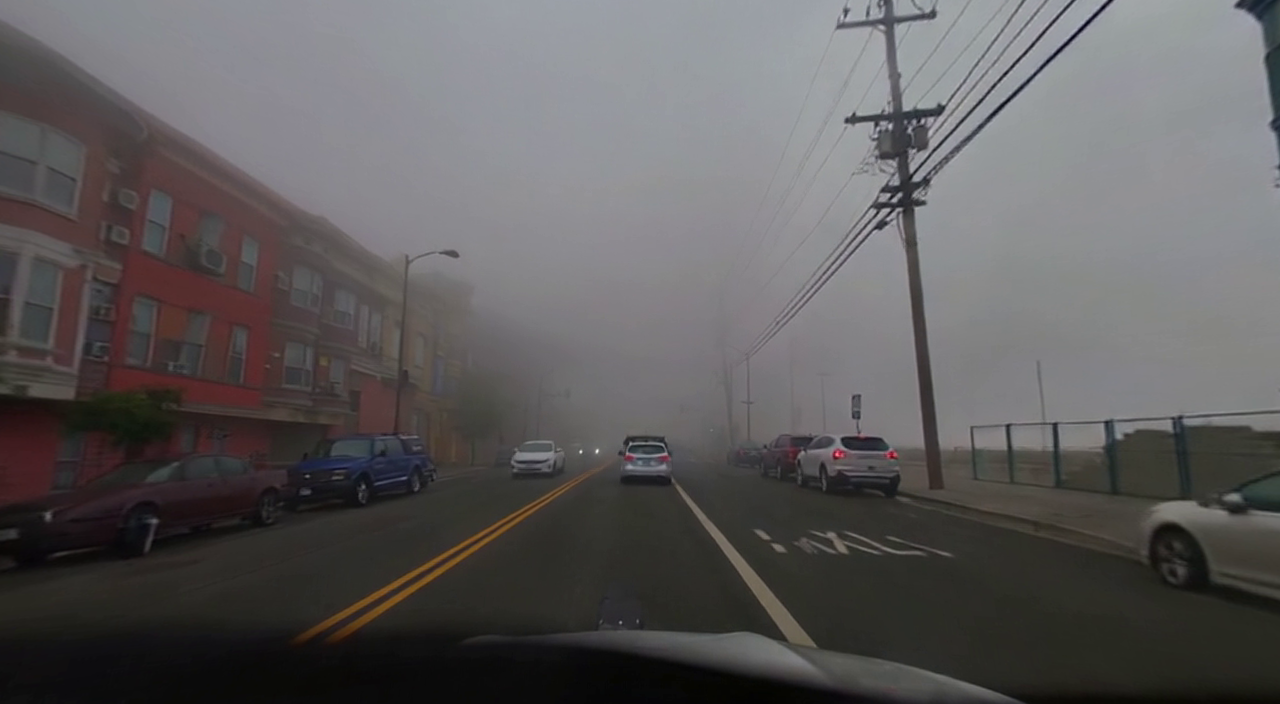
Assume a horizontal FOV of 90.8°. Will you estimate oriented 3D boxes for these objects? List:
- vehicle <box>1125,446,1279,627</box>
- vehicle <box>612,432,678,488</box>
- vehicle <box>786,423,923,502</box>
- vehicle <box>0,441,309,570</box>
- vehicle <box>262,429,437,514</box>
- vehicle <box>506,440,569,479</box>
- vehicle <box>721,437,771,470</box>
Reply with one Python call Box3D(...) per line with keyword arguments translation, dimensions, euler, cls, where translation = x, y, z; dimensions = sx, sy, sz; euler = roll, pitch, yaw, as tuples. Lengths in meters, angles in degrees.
Box3D(translation=(6.520, 1.551, 5.100), dimensions=(1.842, 1.561, 4.084), euler=(1, -9, -2), cls="vehicle")
Box3D(translation=(0.200, 3.530, 20.915), dimensions=(1.980, 1.635, 3.795), euler=(0, -9, 1), cls="vehicle")
Box3D(translation=(6.347, 3.369, 19.683), dimensions=(2.203, 2.052, 5.975), euler=(0, -9, 0), cls="vehicle")
Box3D(translation=(-7.293, 2.198, 9.972), dimensions=(1.928, 1.552, 4.234), euler=(0, -8, -2), cls="vehicle")
Box3D(translation=(-7.336, 3.023, 16.765), dimensions=(2.095, 1.847, 5.290), euler=(0, -8, 0), cls="vehicle")
Box3D(translation=(-4.252, 4.535, 26.988), dimensions=(1.944, 1.515, 4.428), euler=(0, -9, 0), cls="vehicle")
Box3D(translation=(6.574, 6.342, 39.701), dimensions=(2.197, 1.917, 5.637), euler=(0, -9, 0), cls="vehicle")
